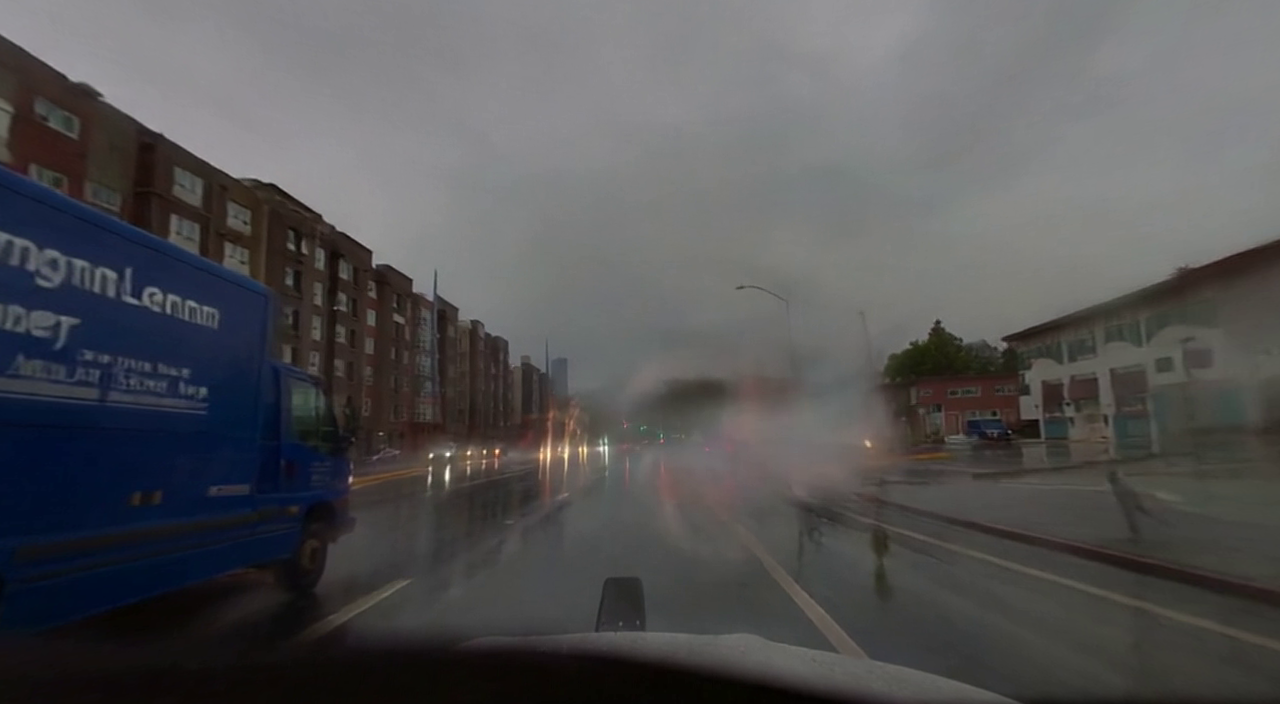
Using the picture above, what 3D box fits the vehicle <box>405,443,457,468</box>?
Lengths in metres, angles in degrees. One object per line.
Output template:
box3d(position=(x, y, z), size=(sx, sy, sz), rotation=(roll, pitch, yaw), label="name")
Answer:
box3d(position=(-14.914, 7.384, 45.331), size=(2.151, 1.705, 4.537), rotation=(0, -8, 0), label="vehicle")

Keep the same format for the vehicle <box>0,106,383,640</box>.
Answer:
box3d(position=(-5.030, 0.357, 5.225), size=(2.763, 2.974, 7.562), rotation=(0, -8, -2), label="vehicle")

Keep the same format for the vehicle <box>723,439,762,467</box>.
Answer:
box3d(position=(6.962, 6.887, 43.194), size=(2.175, 1.770, 4.373), rotation=(-1, -8, 4), label="vehicle")

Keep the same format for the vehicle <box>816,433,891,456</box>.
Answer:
box3d(position=(15.589, 6.801, 46.391), size=(4.830, 1.605, 1.982), rotation=(-1, -9, 5), label="vehicle")

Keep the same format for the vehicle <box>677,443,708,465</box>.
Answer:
box3d(position=(3.855, 7.547, 46.956), size=(1.878, 1.534, 4.120), rotation=(0, -8, -1), label="vehicle")
